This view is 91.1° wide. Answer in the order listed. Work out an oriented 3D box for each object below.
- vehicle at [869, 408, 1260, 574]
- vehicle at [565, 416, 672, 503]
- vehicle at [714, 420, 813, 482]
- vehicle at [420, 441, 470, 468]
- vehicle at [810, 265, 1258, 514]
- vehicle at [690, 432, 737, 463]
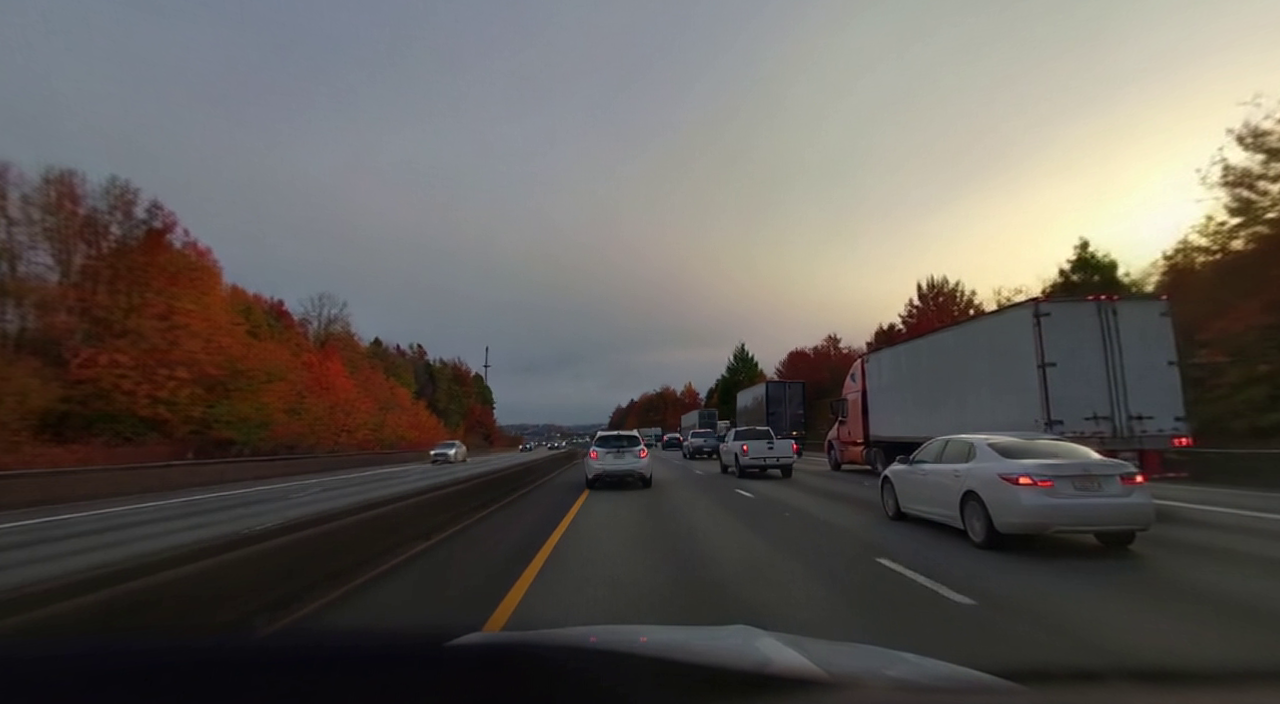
[{"bbox_3d":[4.703,1.565,7.934,2.040,1.523,4.068,0,-8,-1],"label":"vehicle"},{"bbox_3d":[-0.453,2.419,14.687,2.087,1.709,4.455,0,-8,-1],"label":"vehicle"},{"bbox_3d":[3.677,3.032,19.531,2.147,1.707,3.963,0,-8,-2],"label":"vehicle"},{"bbox_3d":[-11.947,6.285,38.714,1.874,1.504,3.847,0,-8,0],"label":"vehicle"},{"bbox_3d":[8.317,1.512,17.355,2.908,4.099,14.103,0,-8,-2],"label":"vehicle"},{"bbox_3d":[3.751,4.948,32.790,1.865,1.471,3.916,0,-8,-2],"label":"vehicle"}]
